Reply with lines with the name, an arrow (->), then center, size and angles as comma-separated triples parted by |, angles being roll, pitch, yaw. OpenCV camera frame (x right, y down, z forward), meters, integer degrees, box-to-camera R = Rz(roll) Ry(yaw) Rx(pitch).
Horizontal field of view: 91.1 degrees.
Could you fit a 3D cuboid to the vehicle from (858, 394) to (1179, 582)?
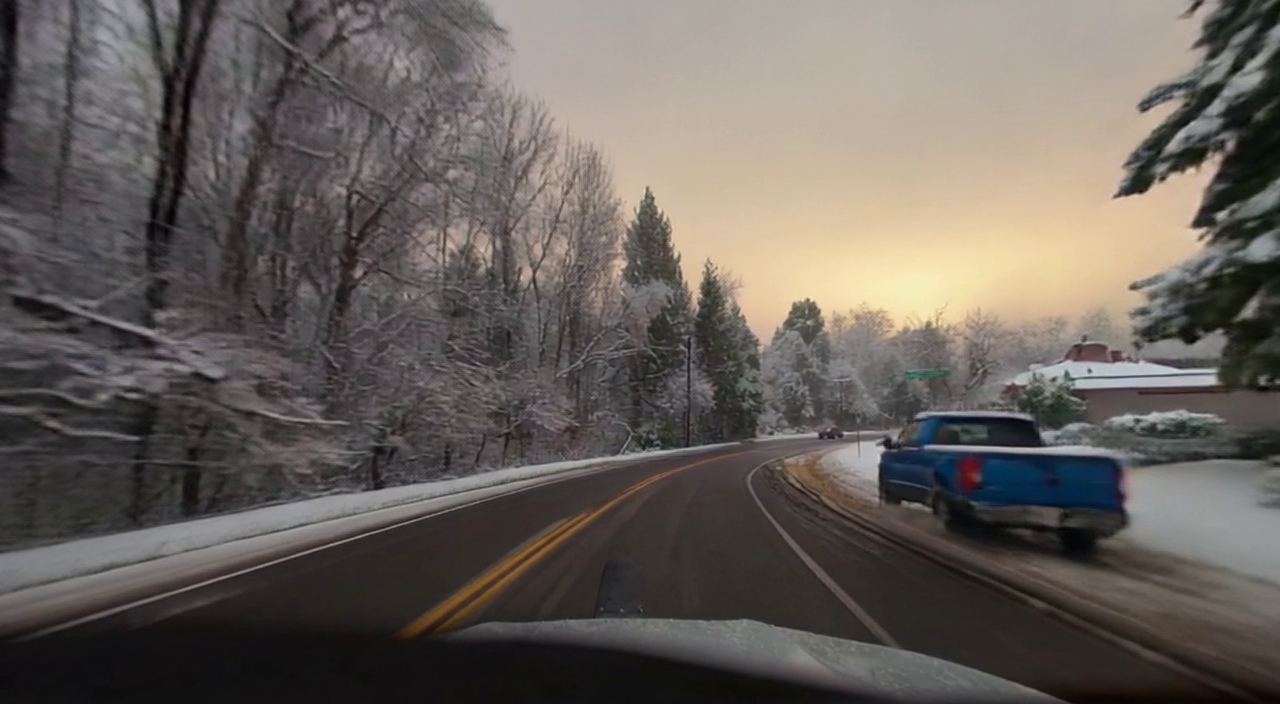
vehicle -> 4.529, 1.635, 8.537 | 1.992, 1.817, 4.467 | 0, -8, 7
